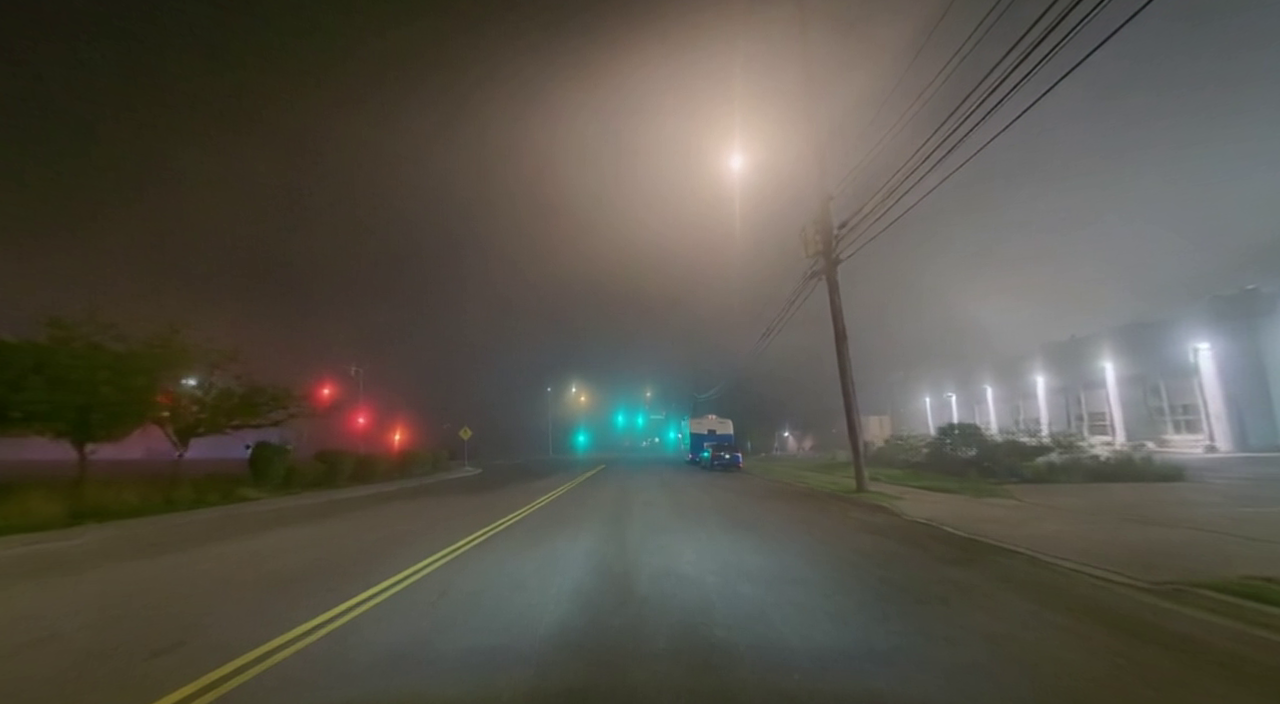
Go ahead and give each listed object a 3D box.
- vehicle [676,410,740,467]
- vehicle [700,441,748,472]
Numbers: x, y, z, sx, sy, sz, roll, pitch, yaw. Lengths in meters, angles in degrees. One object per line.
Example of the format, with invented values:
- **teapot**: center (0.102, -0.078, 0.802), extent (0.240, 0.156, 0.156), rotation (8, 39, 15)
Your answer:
- **vehicle**: center (4.169, 5.610, 40.816), extent (3.110, 3.241, 8.788), rotation (0, -8, 0)
- **vehicle**: center (4.345, 5.469, 33.320), extent (1.852, 1.497, 3.672), rotation (-2, -8, -2)
